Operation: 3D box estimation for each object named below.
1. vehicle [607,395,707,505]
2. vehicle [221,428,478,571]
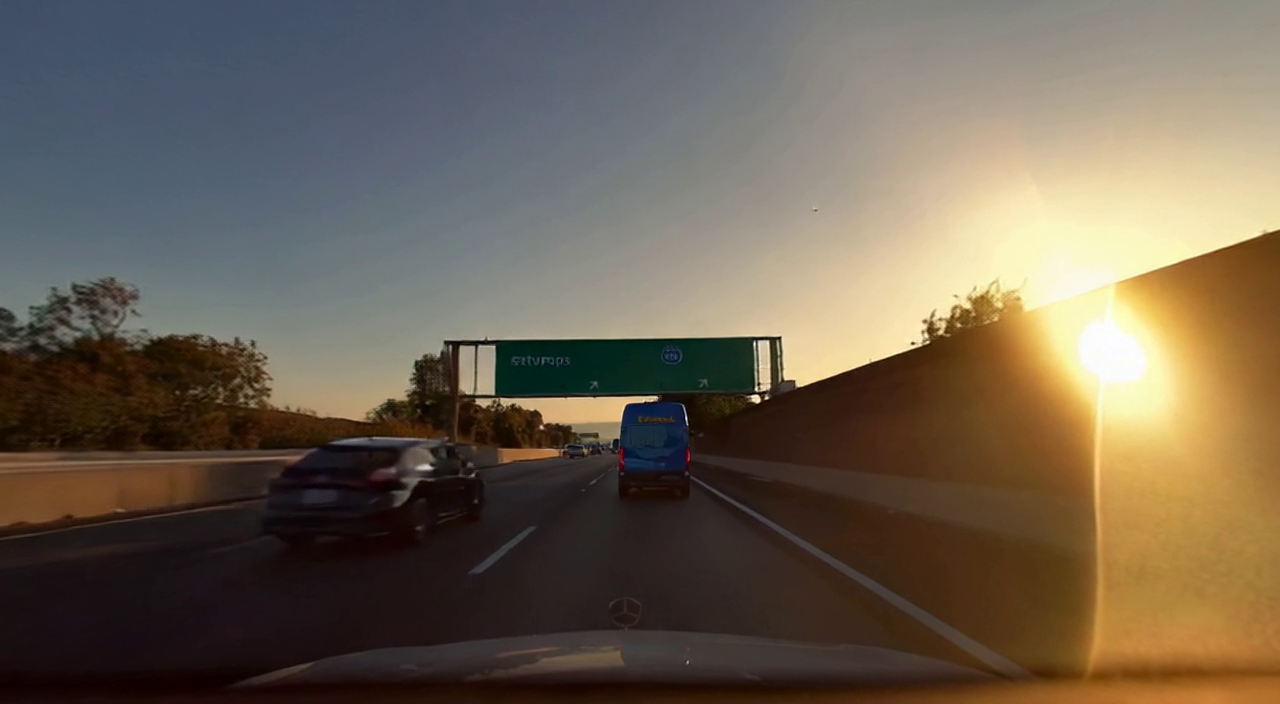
[{"bbox_3d":[0.314,2.683,17.440,2.332,2.558,5.314,0,-9,-2],"label":"vehicle"},{"bbox_3d":[-3.575,1.851,8.564,1.788,1.500,3.475,0,-9,0],"label":"vehicle"}]
